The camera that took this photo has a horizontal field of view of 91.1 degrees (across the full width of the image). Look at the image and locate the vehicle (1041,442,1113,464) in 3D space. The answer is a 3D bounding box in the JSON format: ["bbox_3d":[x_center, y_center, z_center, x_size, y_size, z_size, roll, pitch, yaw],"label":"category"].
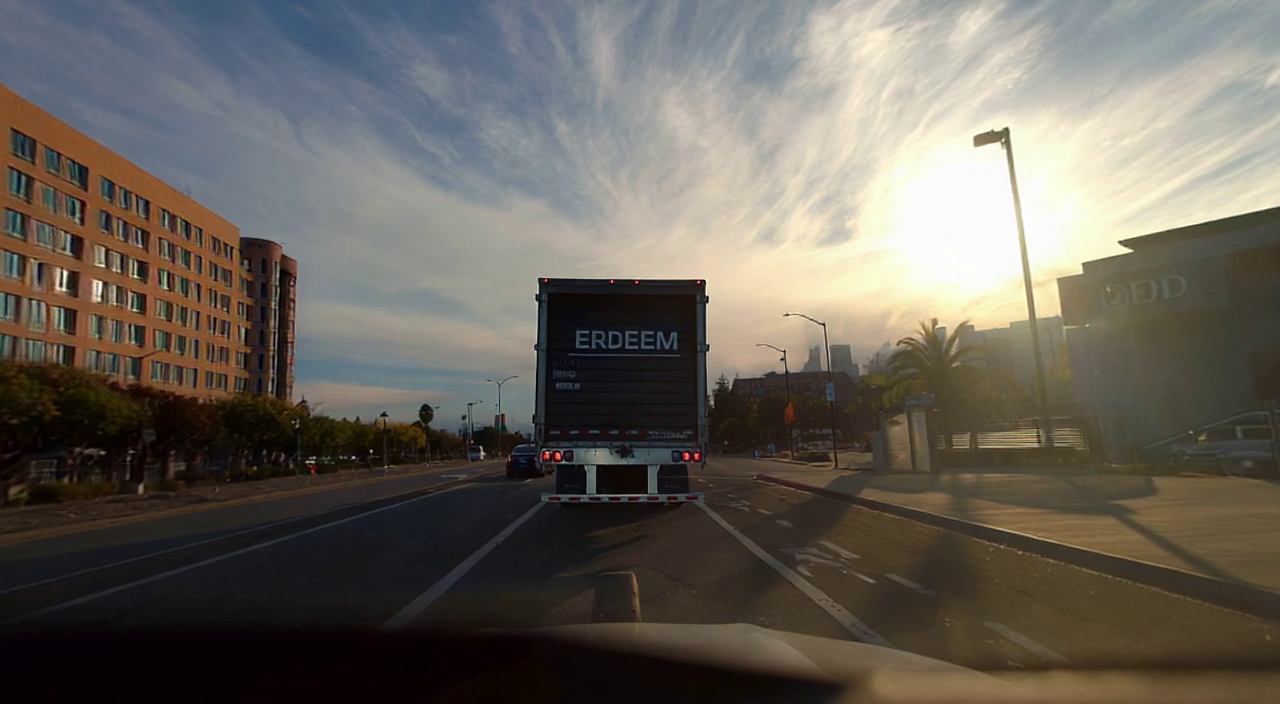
[{"bbox_3d":[31.351,7.218,45.182,1.652,1.423,3.797,5,-9,-35],"label":"vehicle"}]

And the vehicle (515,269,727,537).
[{"bbox_3d":[-0.212,1.286,13.411,2.876,3.724,9.351,0,-8,1],"label":"vehicle"}]
